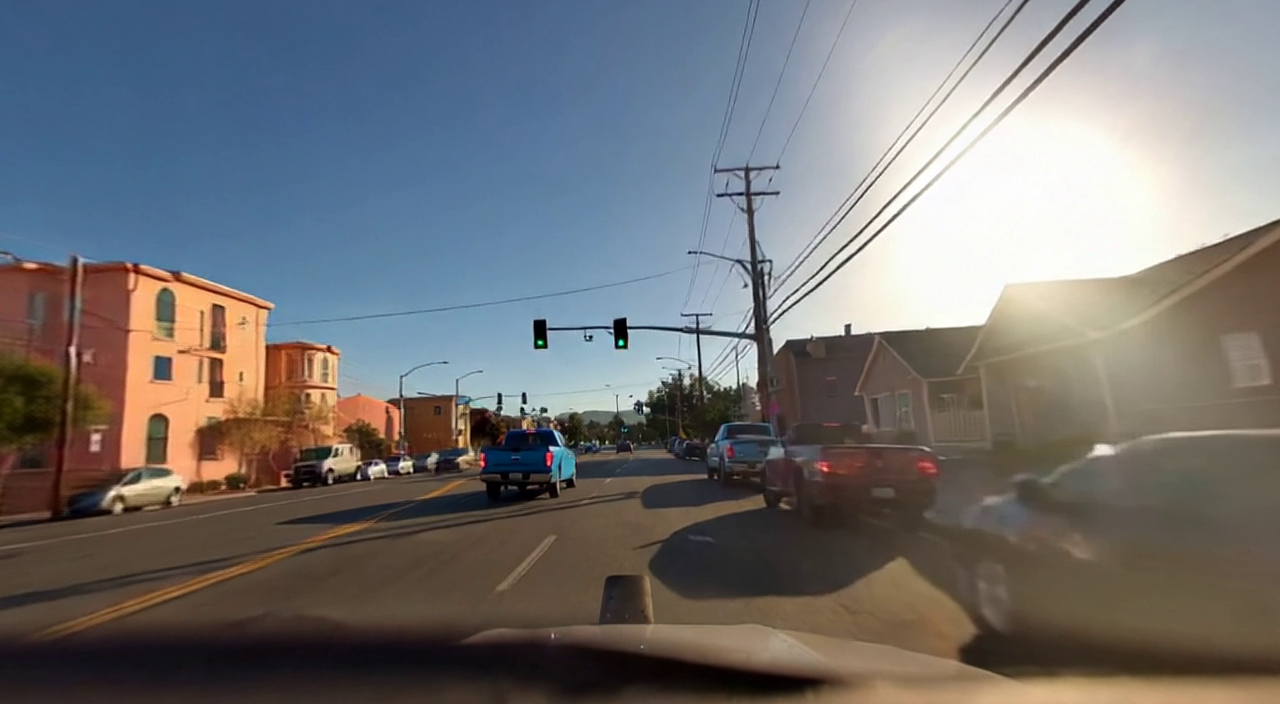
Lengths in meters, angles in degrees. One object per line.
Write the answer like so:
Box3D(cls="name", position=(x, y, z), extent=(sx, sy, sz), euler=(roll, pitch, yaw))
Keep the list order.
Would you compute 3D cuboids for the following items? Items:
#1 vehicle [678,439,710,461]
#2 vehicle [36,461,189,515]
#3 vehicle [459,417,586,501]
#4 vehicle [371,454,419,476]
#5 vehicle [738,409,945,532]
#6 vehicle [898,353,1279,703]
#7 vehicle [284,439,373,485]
Box3D(cls="vehicle", position=(3.944, 7.271, 46.765), extent=(2.012, 1.491, 4.333), euler=(0, -9, 0))
Box3D(cls="vehicle", position=(-18.795, 4.823, 22.748), extent=(1.908, 1.614, 4.092), euler=(-1, -9, 1))
Box3D(cls="vehicle", position=(-2.902, 2.829, 16.986), extent=(2.242, 1.890, 5.306), euler=(-1, -9, 2))
Box3D(cls="vehicle", position=(-18.477, 8.552, 47.757), extent=(1.820, 1.511, 4.294), euler=(-1, -9, 1))
Box3D(cls="vehicle", position=(3.260, 2.048, 11.425), extent=(2.052, 1.750, 4.679), euler=(0, -9, -2))
Box3D(cls="vehicle", position=(3.111, 0.920, 2.690), extent=(2.115, 1.615, 4.772), euler=(-1, -9, 2))
Box3D(cls="vehicle", position=(-18.982, 6.701, 38.804), extent=(2.159, 2.586, 5.899), euler=(-1, -9, 3))
